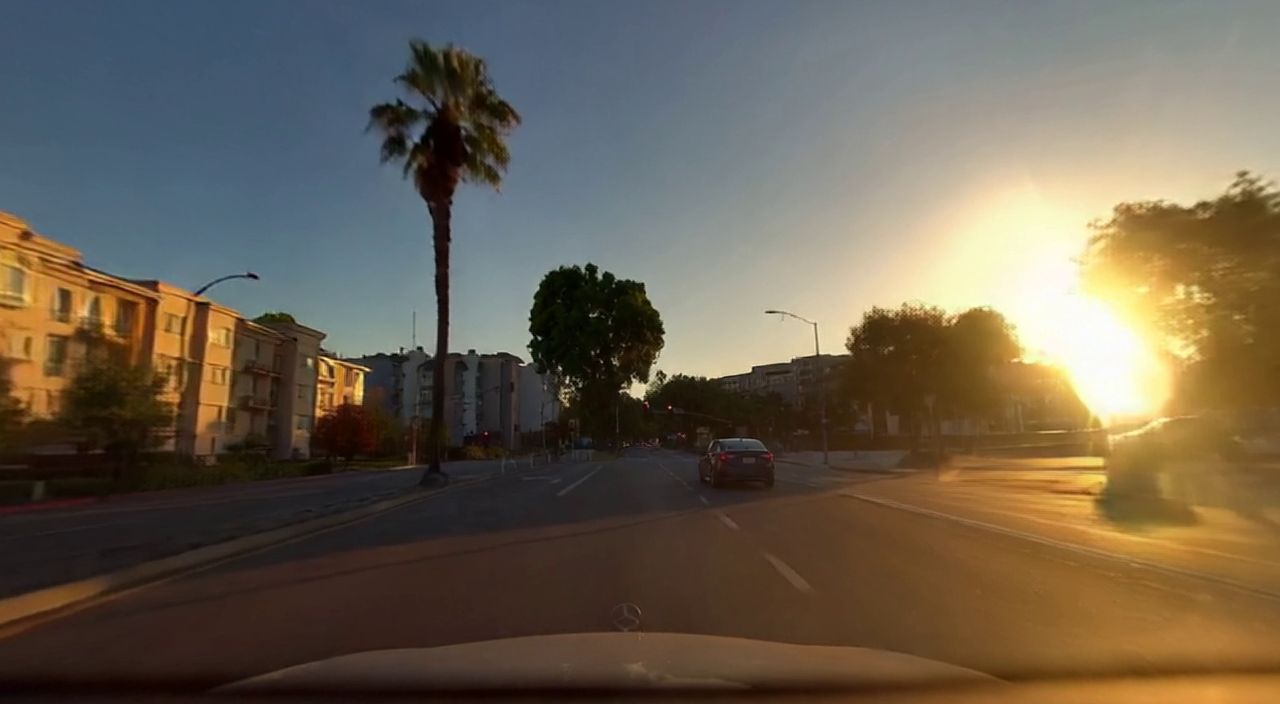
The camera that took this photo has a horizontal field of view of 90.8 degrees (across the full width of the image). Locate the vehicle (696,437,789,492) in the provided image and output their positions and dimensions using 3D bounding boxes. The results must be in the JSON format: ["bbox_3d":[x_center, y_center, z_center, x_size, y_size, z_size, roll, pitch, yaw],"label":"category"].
[{"bbox_3d":[2.937,3.332,19.048,1.964,1.448,4.295,0,-8,-1],"label":"vehicle"}]

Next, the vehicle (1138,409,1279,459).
[{"bbox_3d":[22.408,3.199,24.450,4.383,1.815,2.061,-1,-8,2],"label":"vehicle"}]
